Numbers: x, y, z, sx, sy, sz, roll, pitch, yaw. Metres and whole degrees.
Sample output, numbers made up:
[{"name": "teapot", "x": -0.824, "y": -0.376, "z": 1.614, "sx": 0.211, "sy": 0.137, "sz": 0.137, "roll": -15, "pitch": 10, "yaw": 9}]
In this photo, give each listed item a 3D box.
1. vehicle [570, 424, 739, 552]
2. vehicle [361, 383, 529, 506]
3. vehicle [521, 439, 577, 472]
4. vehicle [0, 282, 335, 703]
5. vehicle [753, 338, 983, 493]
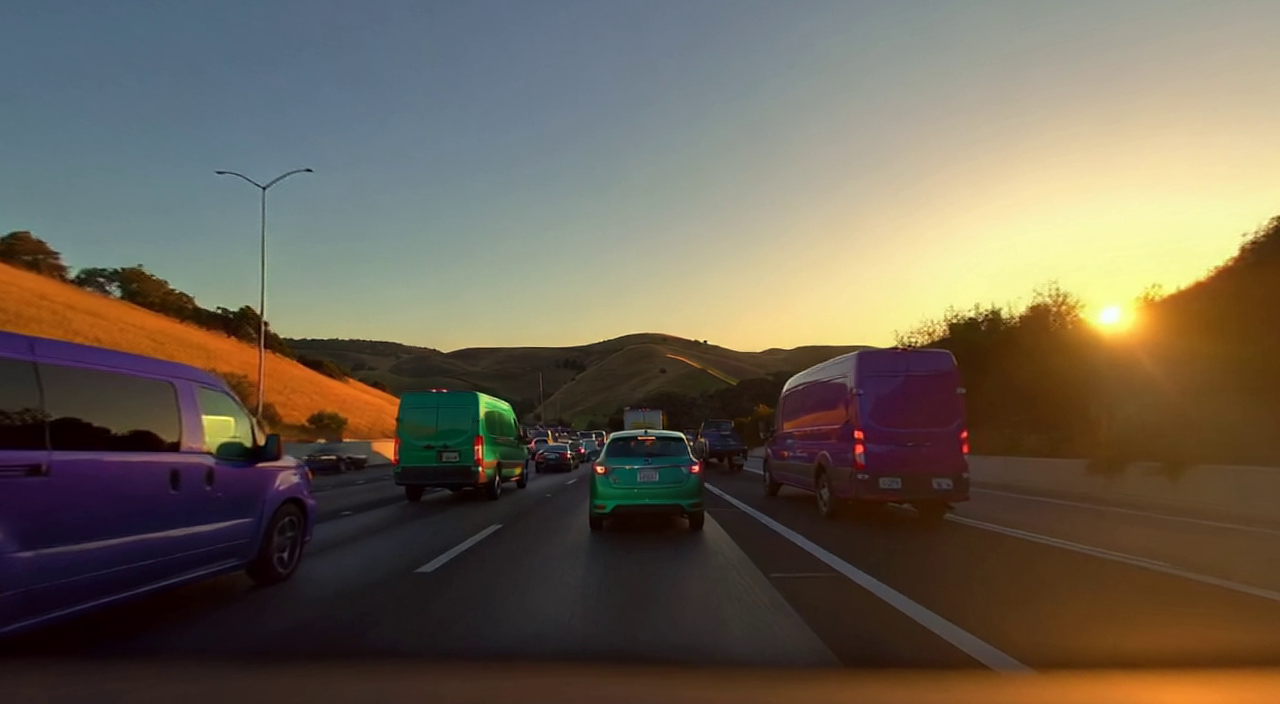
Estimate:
[{"name": "vehicle", "x": 0.126, "y": 1.914, "z": 9.532, "sx": 2.003, "sy": 1.499, "sz": 3.930, "roll": 0, "pitch": -8, "yaw": -1}, {"name": "vehicle", "x": -4.530, "y": 2.324, "z": 15.942, "sx": 2.300, "sy": 2.522, "sz": 5.701, "roll": -1, "pitch": -8, "yaw": 1}, {"name": "vehicle", "x": -4.302, "y": 4.958, "z": 30.449, "sx": 2.007, "sy": 1.457, "sz": 4.447, "roll": 0, "pitch": -8, "yaw": 1}, {"name": "vehicle", "x": -4.252, "y": 0.795, "z": 3.649, "sx": 2.195, "sy": 2.086, "sz": 5.445, "roll": 0, "pitch": -8, "yaw": 0}, {"name": "vehicle", "x": 6.736, "y": 2.382, "z": 21.485, "sx": 2.977, "sy": 3.878, "sz": 11.111, "roll": 0, "pitch": -8, "yaw": -4}]
